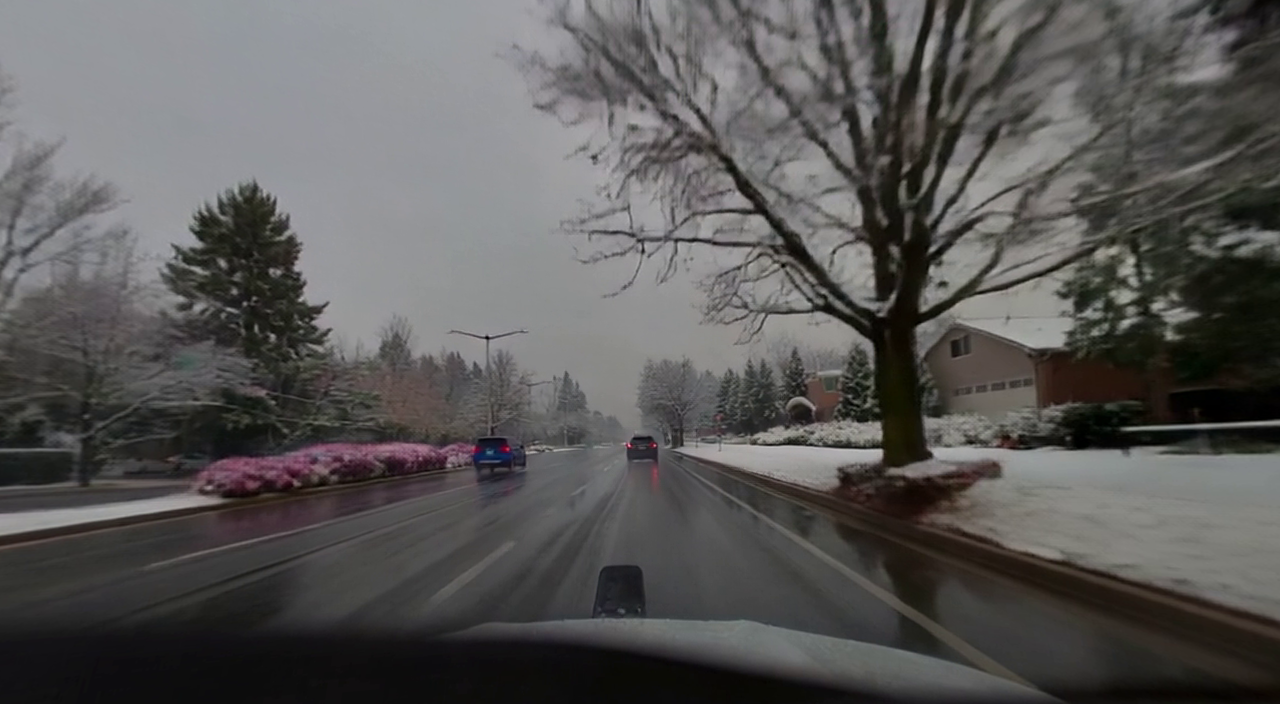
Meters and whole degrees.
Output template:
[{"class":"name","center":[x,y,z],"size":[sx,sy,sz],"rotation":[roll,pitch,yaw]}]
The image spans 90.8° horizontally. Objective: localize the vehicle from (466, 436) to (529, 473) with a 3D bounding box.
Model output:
[{"class":"vehicle","center":[-6.908,5.015,31.080],"size":[1.993,1.657,4.487],"rotation":[-1,-8,1]}]

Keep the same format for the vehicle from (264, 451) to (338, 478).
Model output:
[{"class":"vehicle","center":[-20.704,6.876,38.815],"size":[1.877,1.507,4.722],"rotation":[0,-8,1]}]

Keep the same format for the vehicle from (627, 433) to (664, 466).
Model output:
[{"class":"vehicle","center":[0.329,5.744,37.291],"size":[2.070,1.764,4.552],"rotation":[0,-8,1]}]
